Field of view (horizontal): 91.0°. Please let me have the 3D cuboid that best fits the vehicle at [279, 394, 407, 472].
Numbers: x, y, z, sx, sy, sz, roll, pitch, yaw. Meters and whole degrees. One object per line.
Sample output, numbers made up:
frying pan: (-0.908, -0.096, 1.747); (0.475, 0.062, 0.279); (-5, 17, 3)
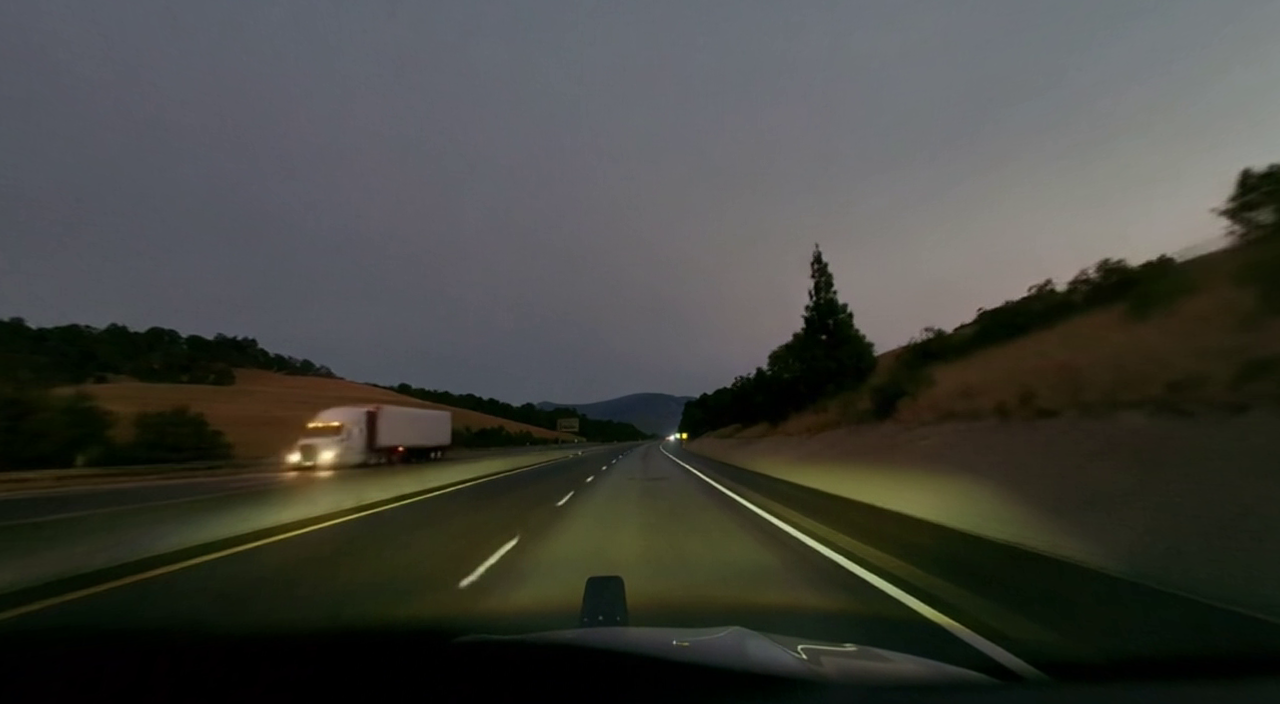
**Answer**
vehicle: (-17.766, 5.041, 38.771); (2.929, 4.024, 9.958); (-3, -8, 1)
